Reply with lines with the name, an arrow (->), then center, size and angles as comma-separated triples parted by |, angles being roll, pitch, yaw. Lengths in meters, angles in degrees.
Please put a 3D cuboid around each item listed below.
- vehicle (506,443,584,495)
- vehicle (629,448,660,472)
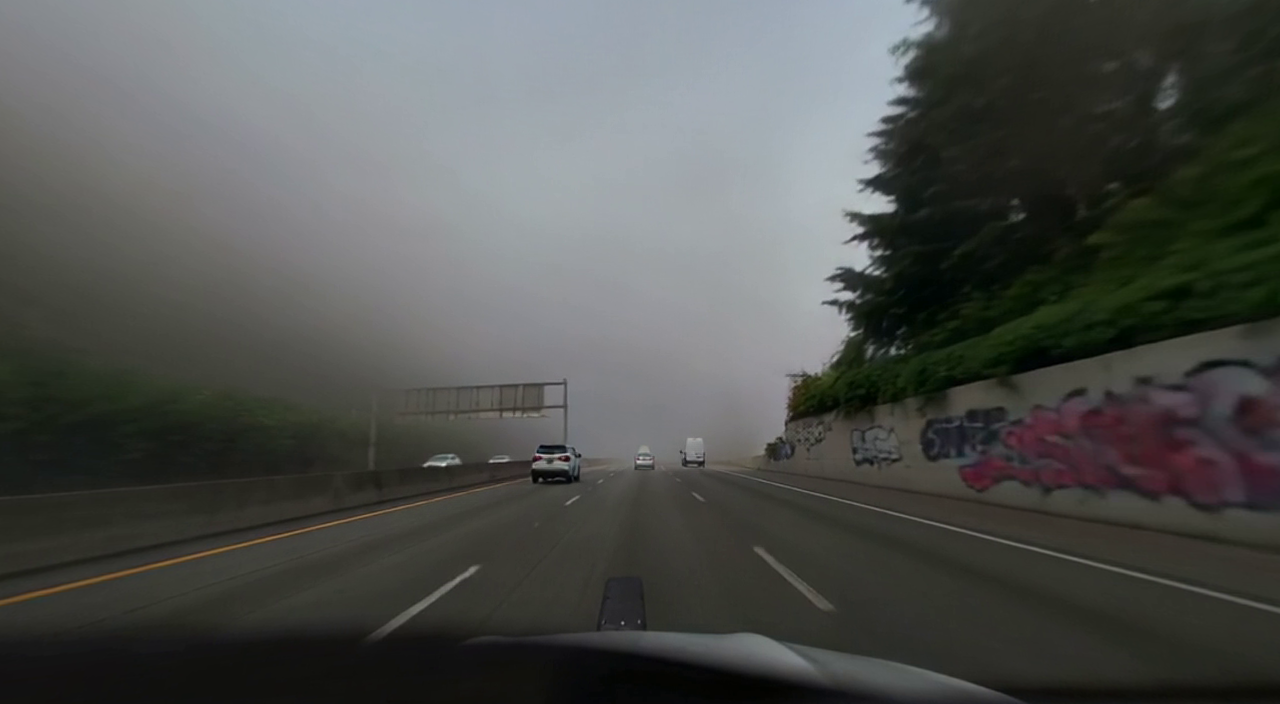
vehicle -> -3.251, 4.099, 22.445 | 1.964, 1.618, 4.489 | 0, -9, 1
vehicle -> 0.340, 7.752, 45.354 | 2.108, 1.663, 3.159 | 0, -9, 1
